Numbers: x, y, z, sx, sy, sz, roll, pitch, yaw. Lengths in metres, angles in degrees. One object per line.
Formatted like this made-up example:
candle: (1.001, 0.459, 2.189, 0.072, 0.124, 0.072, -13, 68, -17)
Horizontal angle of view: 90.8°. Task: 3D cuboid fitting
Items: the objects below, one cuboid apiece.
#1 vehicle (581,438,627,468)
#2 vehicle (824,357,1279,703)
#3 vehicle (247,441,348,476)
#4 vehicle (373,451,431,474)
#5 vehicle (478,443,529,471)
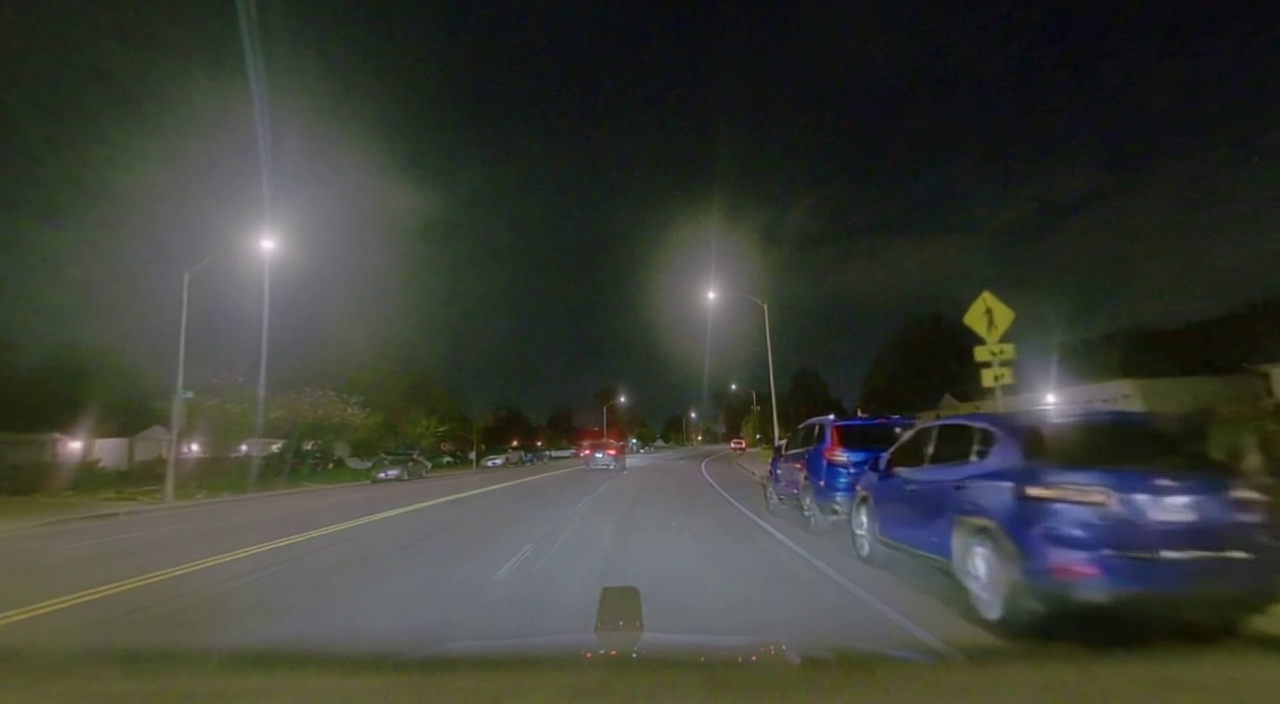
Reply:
vehicle: (-2.176, 6.230, 39.309, 2.135, 1.731, 4.232, -1, -8, 7)
vehicle: (3.406, 1.298, 5.455, 2.147, 1.725, 4.927, 3, -8, 0)
vehicle: (-19.429, 6.060, 35.926, 4.628, 1.808, 1.899, 0, -12, 7)
vehicle: (-16.055, 7.468, 42.893, 1.872, 1.396, 4.150, -1, -8, 8)
vehicle: (-10.690, 8.242, 49.865, 2.157, 1.882, 5.479, -5, -9, 7)
